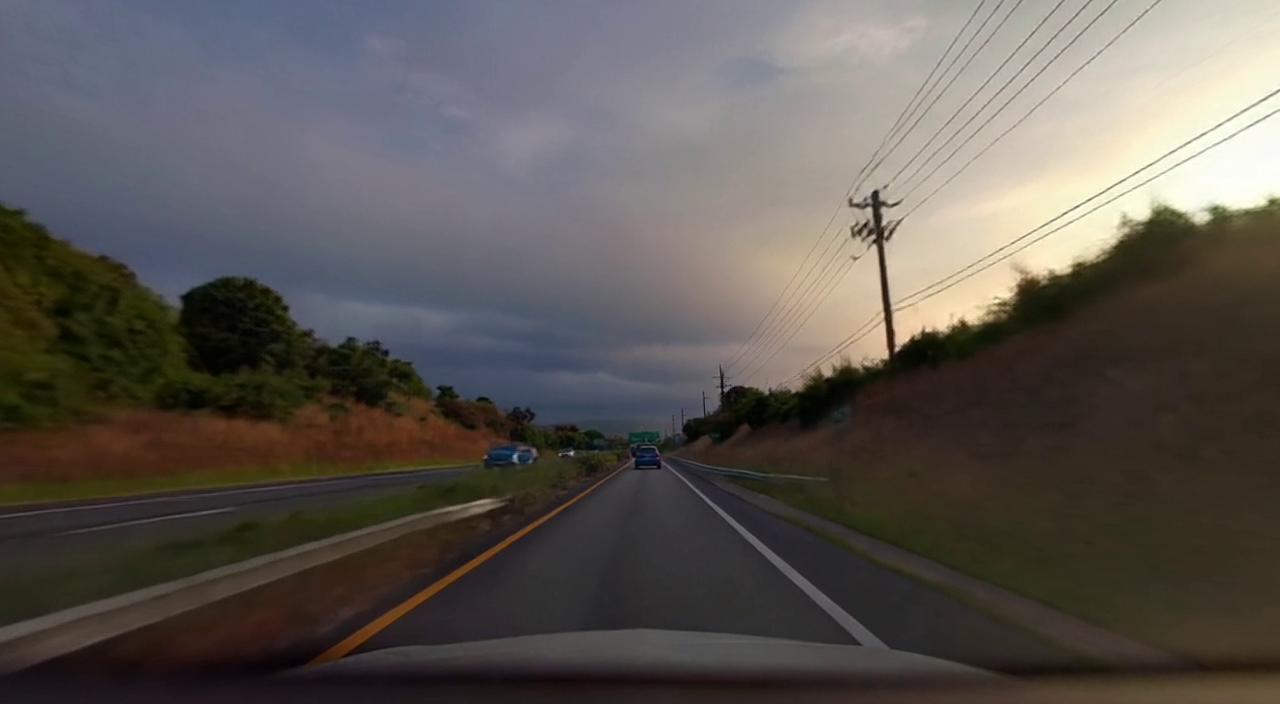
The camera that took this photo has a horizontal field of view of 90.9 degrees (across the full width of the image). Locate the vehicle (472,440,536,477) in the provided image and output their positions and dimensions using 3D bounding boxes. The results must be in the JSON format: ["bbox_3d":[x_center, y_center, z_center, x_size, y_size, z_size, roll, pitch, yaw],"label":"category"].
[{"bbox_3d":[-6.783,5.381,31.987,2.145,1.740,4.433,0,-9,1],"label":"vehicle"}]

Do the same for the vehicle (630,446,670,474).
[{"bbox_3d":[0.515,6.014,35.264,2.080,1.486,3.813,0,-9,0],"label":"vehicle"}]
